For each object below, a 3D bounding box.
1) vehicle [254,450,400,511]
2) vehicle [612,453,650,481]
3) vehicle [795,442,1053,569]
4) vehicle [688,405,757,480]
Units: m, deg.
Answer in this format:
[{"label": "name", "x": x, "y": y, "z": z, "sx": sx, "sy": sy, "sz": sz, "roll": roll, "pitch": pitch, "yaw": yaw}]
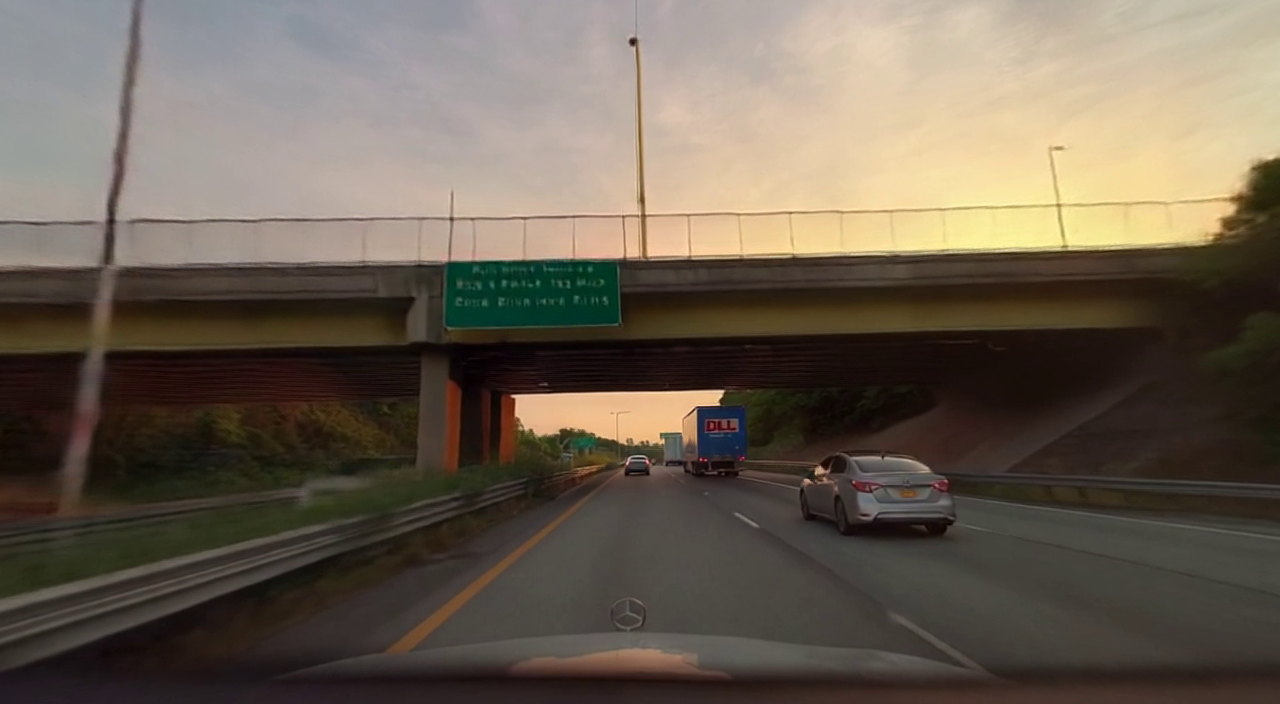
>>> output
[{"label": "vehicle", "x": -8.769, "y": 3.592, "z": 18.157, "sx": 1.964, "sy": 1.521, "sz": 4.348, "roll": 0, "pitch": -9, "yaw": 0}, {"label": "vehicle", "x": -0.484, "y": 6.388, "z": 35.316, "sx": 2.055, "sy": 1.445, "sz": 3.661, "roll": 0, "pitch": -9, "yaw": 0}, {"label": "vehicle", "x": 3.854, "y": 2.130, "z": 9.527, "sx": 1.894, "sy": 1.452, "sz": 4.164, "roll": 0, "pitch": -9, "yaw": -1}, {"label": "vehicle", "x": 4.703, "y": 5.442, "z": 37.767, "sx": 2.838, "sy": 3.985, "sz": 8.010, "roll": 0, "pitch": -9, "yaw": -1}]
